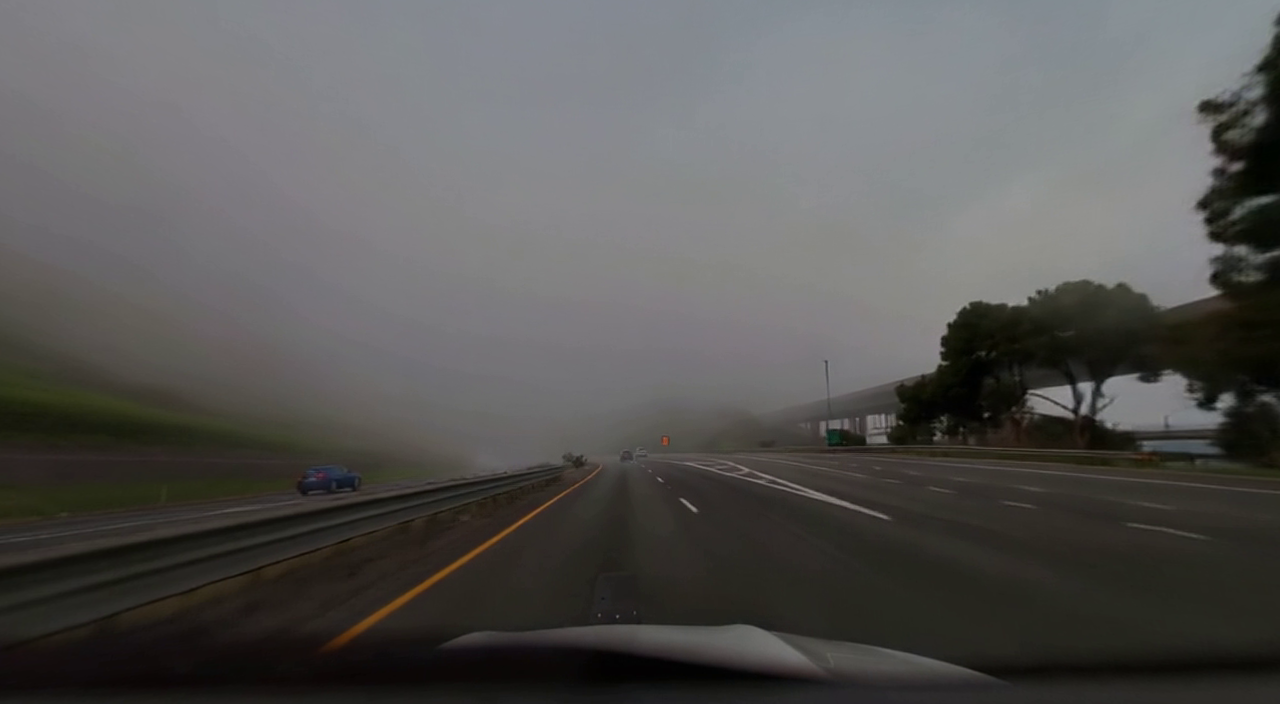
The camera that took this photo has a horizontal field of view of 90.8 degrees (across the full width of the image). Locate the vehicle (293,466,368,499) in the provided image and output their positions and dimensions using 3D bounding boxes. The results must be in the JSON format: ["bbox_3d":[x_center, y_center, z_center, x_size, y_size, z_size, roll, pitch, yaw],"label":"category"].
[{"bbox_3d":[-22.144,9.337,45.523,2.573,1.976,5.651,-3,-9,-1],"label":"vehicle"}]
